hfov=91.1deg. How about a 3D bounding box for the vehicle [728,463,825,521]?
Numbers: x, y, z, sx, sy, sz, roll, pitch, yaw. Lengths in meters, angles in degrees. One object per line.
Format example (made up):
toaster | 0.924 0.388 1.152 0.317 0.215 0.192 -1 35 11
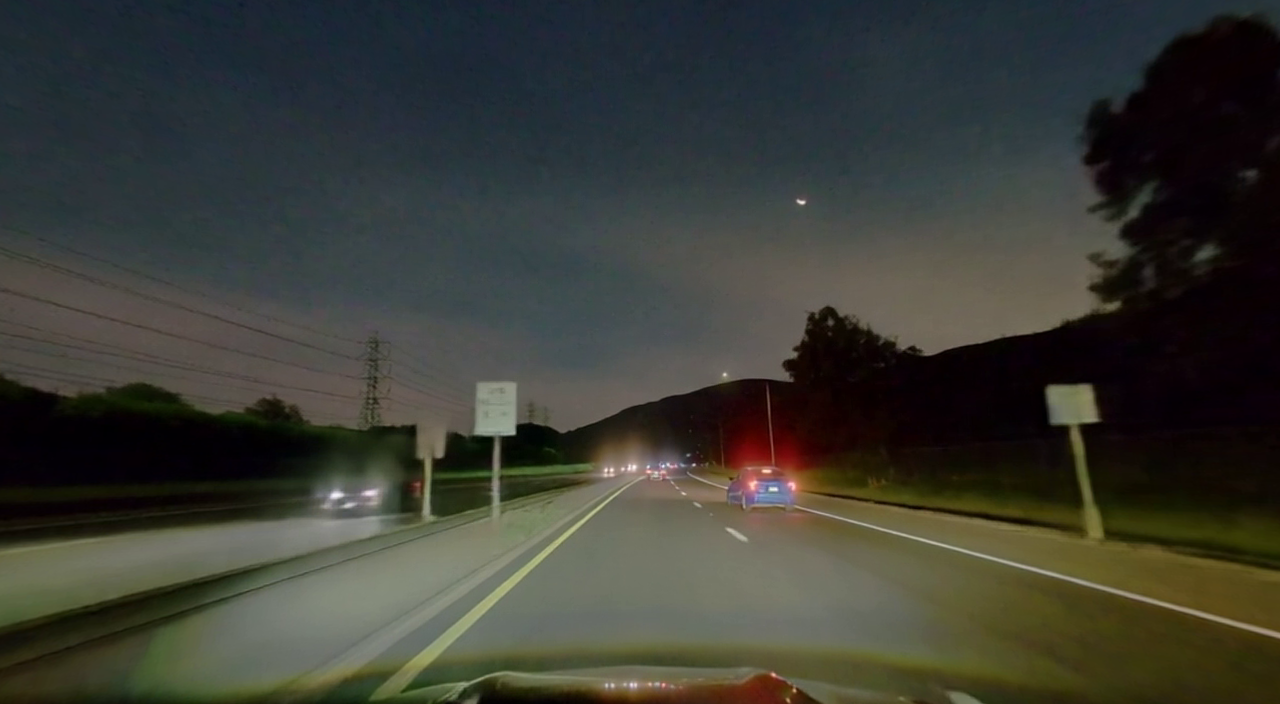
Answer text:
vehicle | 3.936 4.123 18.858 1.985 1.521 3.904 1 -10 -1

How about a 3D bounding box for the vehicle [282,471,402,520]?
vehicle | -10.395 5.029 22.363 1.994 1.464 4.511 1 -10 1
